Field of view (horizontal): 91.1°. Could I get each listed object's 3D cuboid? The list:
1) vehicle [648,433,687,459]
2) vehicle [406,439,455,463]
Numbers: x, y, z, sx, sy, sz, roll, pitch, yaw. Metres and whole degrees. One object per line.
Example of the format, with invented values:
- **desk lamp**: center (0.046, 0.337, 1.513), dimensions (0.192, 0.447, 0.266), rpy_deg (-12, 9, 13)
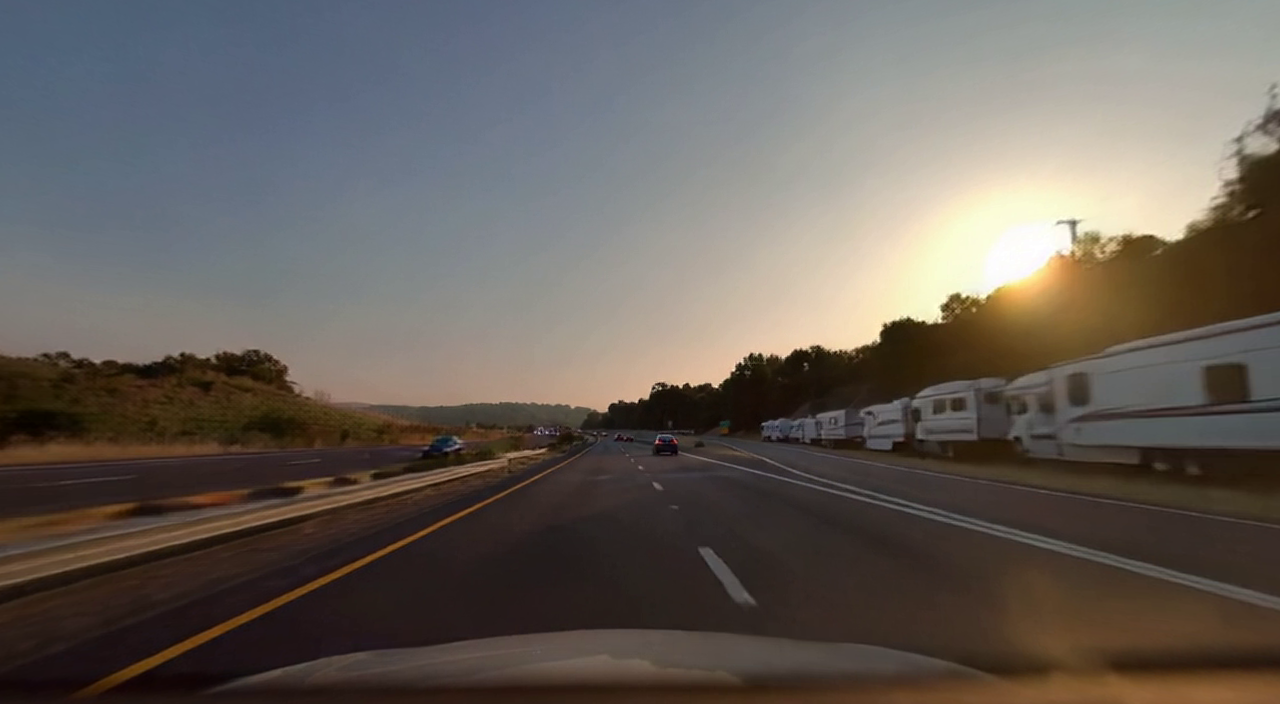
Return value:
- **vehicle**: center (1.584, 5.669, 38.101), dimensions (2.037, 1.504, 4.248), rpy_deg (0, -8, -2)
- **vehicle**: center (-14.652, 6.899, 44.173), dimensions (1.944, 1.540, 4.721), rpy_deg (0, -8, -2)
